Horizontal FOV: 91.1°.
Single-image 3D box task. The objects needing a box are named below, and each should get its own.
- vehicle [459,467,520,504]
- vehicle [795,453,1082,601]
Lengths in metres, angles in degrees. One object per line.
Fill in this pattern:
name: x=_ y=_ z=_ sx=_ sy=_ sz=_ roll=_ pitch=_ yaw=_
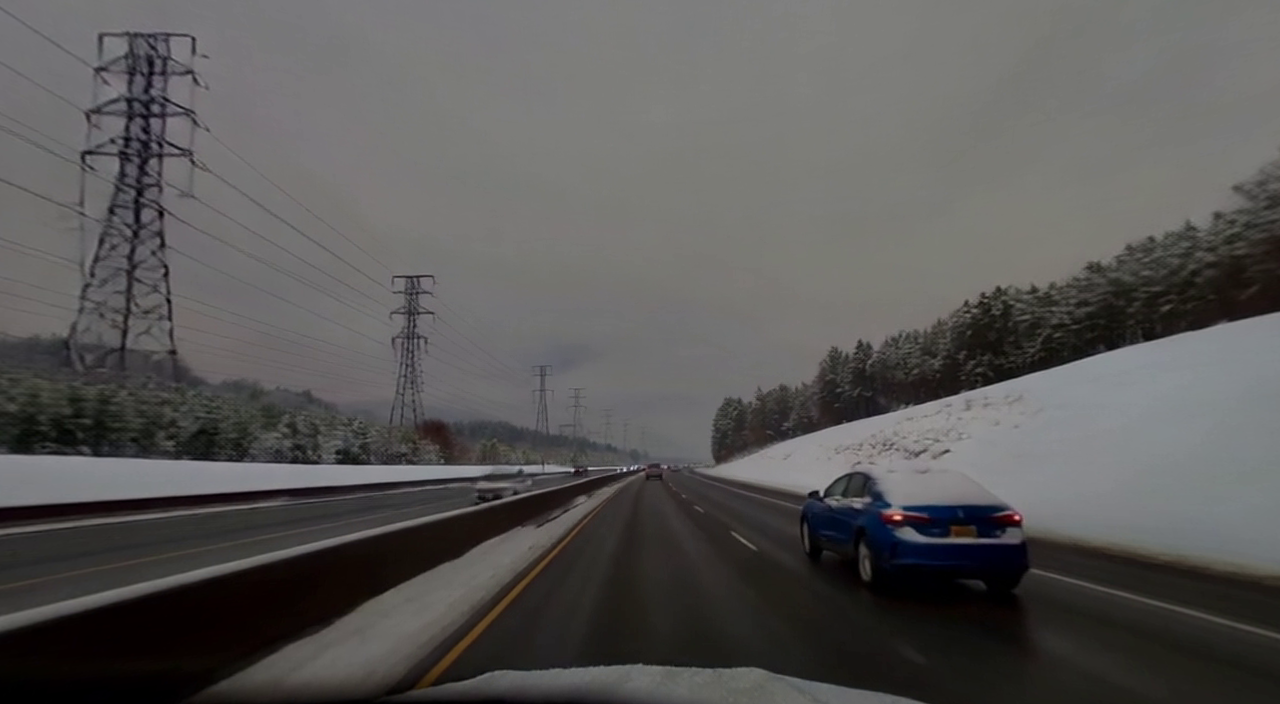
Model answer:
vehicle: x=-7.291 y=6.515 z=30.849 sx=1.919 sy=1.640 sz=4.120 roll=1 pitch=-10 yaw=1
vehicle: x=3.674 y=2.226 z=8.702 sx=1.985 sy=1.521 sz=3.904 roll=1 pitch=-10 yaw=-1
